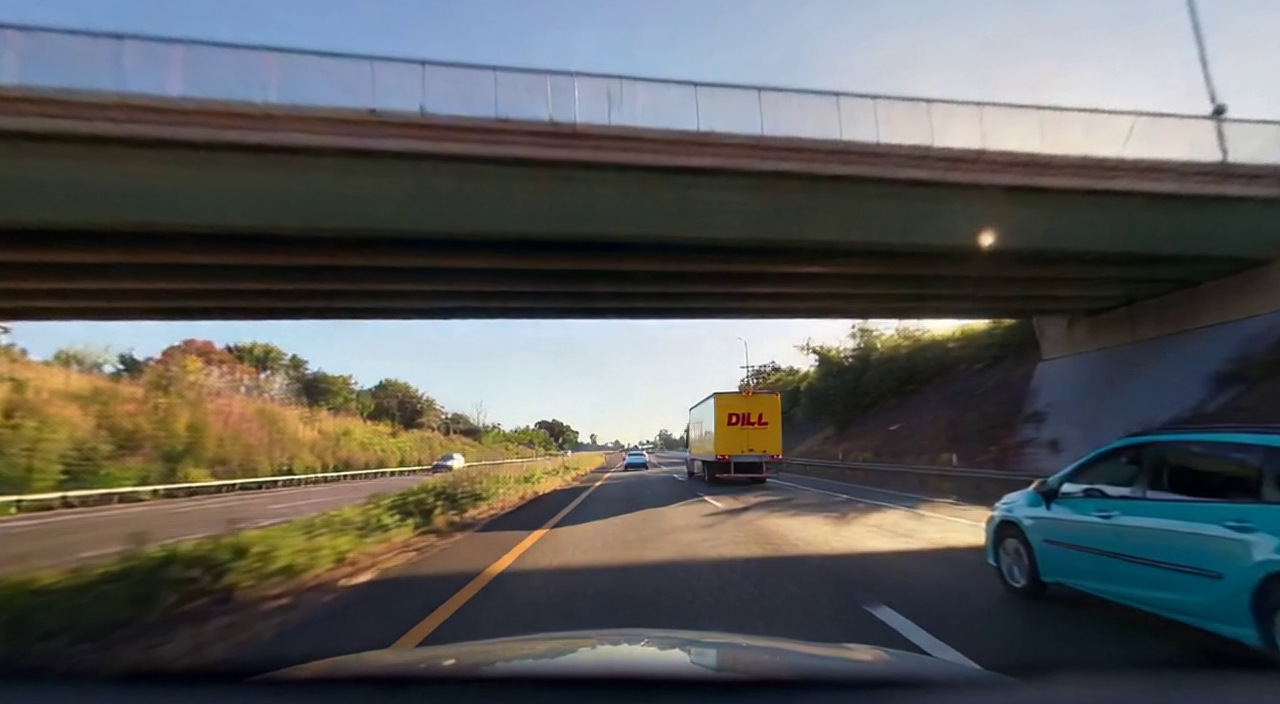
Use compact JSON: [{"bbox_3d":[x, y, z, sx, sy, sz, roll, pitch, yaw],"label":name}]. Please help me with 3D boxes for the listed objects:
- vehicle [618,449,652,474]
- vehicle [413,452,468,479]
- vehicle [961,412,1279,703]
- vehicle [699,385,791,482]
[{"bbox_3d":[-0.301,6.813,39.356,2.055,1.445,3.661,0,-9,0],"label":"vehicle"},{"bbox_3d":[-12.589,7.163,40.069,1.960,1.605,4.303,-1,-9,2],"label":"vehicle"},{"bbox_3d":[3.774,1.087,3.376,1.894,1.452,4.164,0,-9,0],"label":"vehicle"},{"bbox_3d":[4.701,3.987,30.107,2.838,3.985,8.010,0,-9,-1],"label":"vehicle"}]
